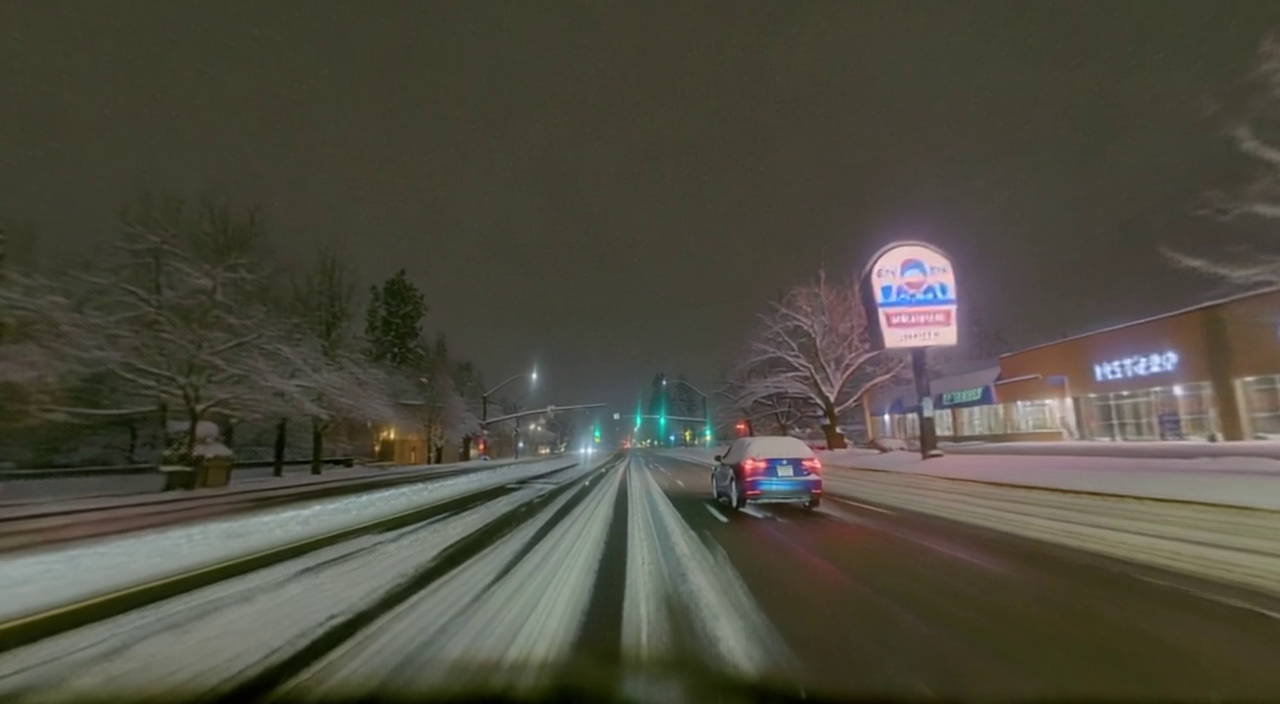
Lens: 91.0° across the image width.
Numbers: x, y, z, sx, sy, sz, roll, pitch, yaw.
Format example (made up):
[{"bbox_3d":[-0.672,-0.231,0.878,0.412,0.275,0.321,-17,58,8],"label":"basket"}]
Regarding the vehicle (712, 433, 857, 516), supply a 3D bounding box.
[{"bbox_3d":[2.889,2.568,13.749,2.015,1.479,4.444,0,-9,-1],"label":"vehicle"}]
